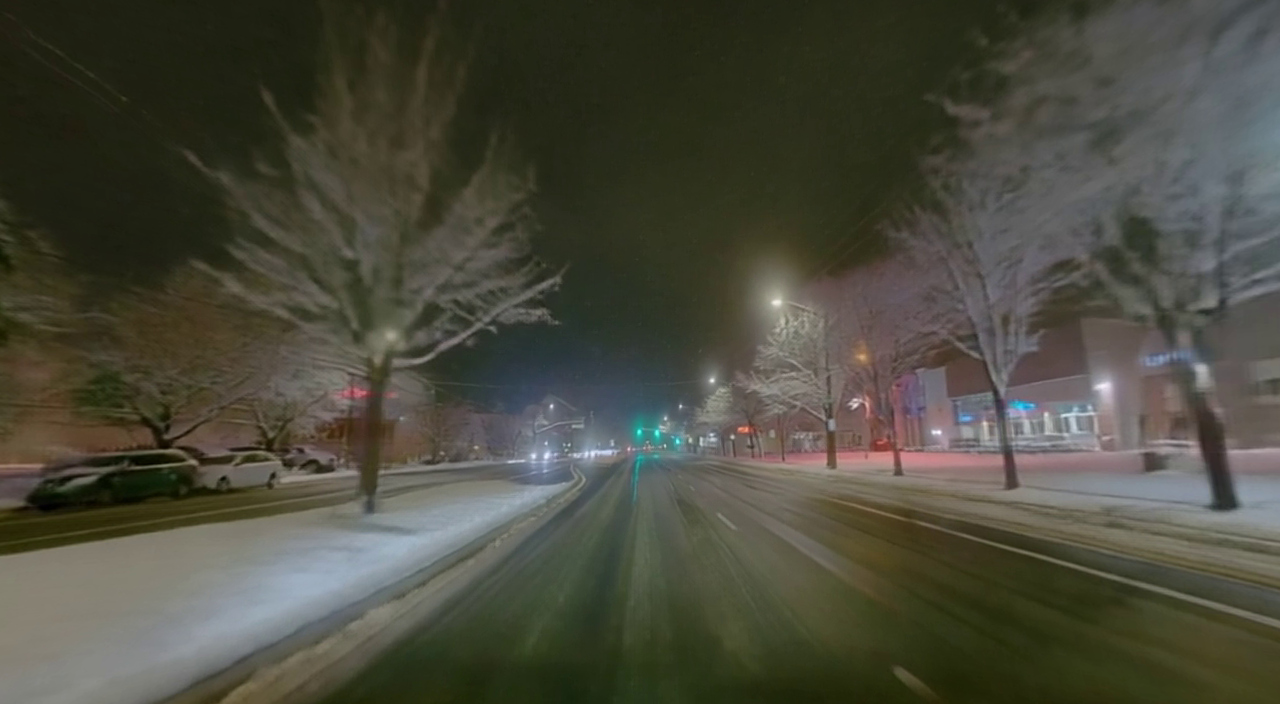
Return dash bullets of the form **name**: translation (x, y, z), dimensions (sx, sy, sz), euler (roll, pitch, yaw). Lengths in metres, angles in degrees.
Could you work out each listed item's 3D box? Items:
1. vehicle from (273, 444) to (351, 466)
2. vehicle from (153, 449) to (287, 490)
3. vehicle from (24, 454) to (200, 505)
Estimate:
- **vehicle**: translation (-25.737, 8.063, 49.362), dimensions (4.946, 1.656, 2.016), euler (1, -9, -4)
- **vehicle**: translation (-18.775, 5.246, 28.515), dimensions (2.177, 1.656, 5.516), euler (0, -9, 2)
- **vehicle**: translation (-18.873, 4.526, 22.819), dimensions (2.034, 1.562, 4.828), euler (0, -9, 3)
